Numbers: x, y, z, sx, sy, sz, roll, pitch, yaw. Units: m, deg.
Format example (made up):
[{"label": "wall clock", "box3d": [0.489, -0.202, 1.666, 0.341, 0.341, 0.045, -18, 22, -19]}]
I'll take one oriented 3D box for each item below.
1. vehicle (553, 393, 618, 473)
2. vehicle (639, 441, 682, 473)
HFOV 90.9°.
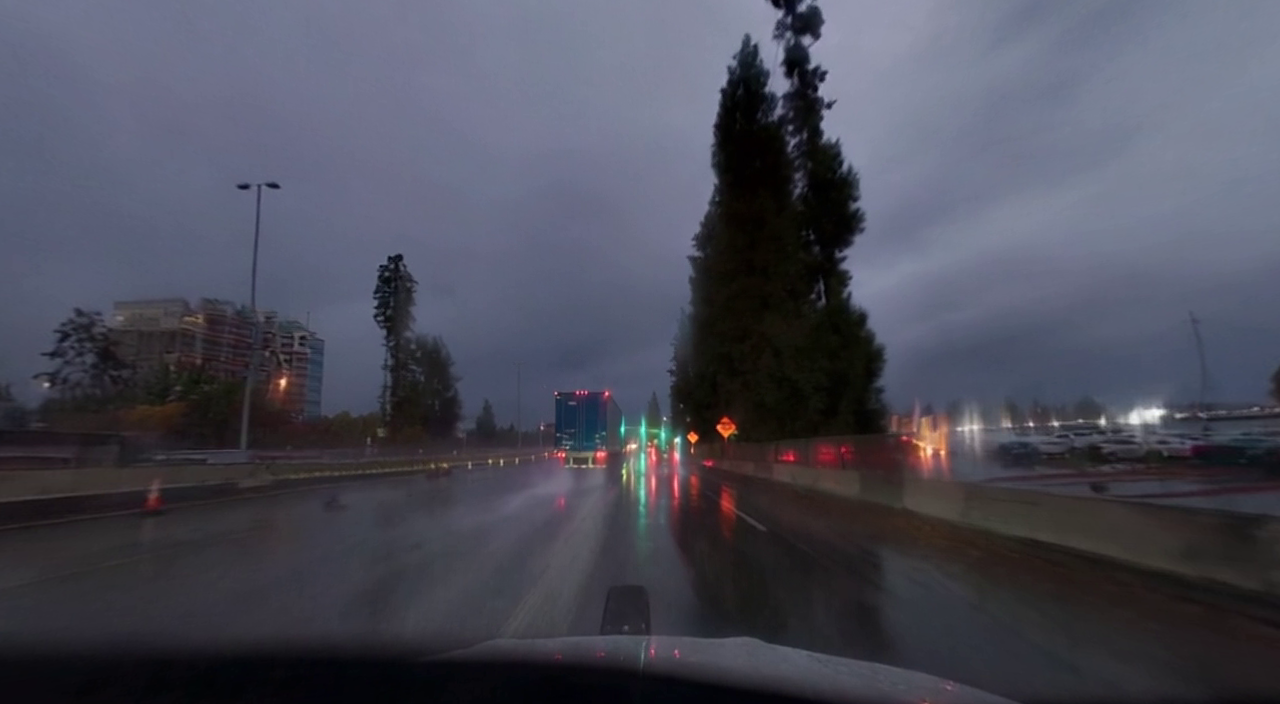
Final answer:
[{"label": "vehicle", "box3d": [-3.039, 5.299, 40.179, 2.906, 4.115, 15.715, 0, -8, 0]}, {"label": "vehicle", "box3d": [1.089, 5.905, 35.748, 2.304, 1.675, 4.462, 0, -8, 0]}]
